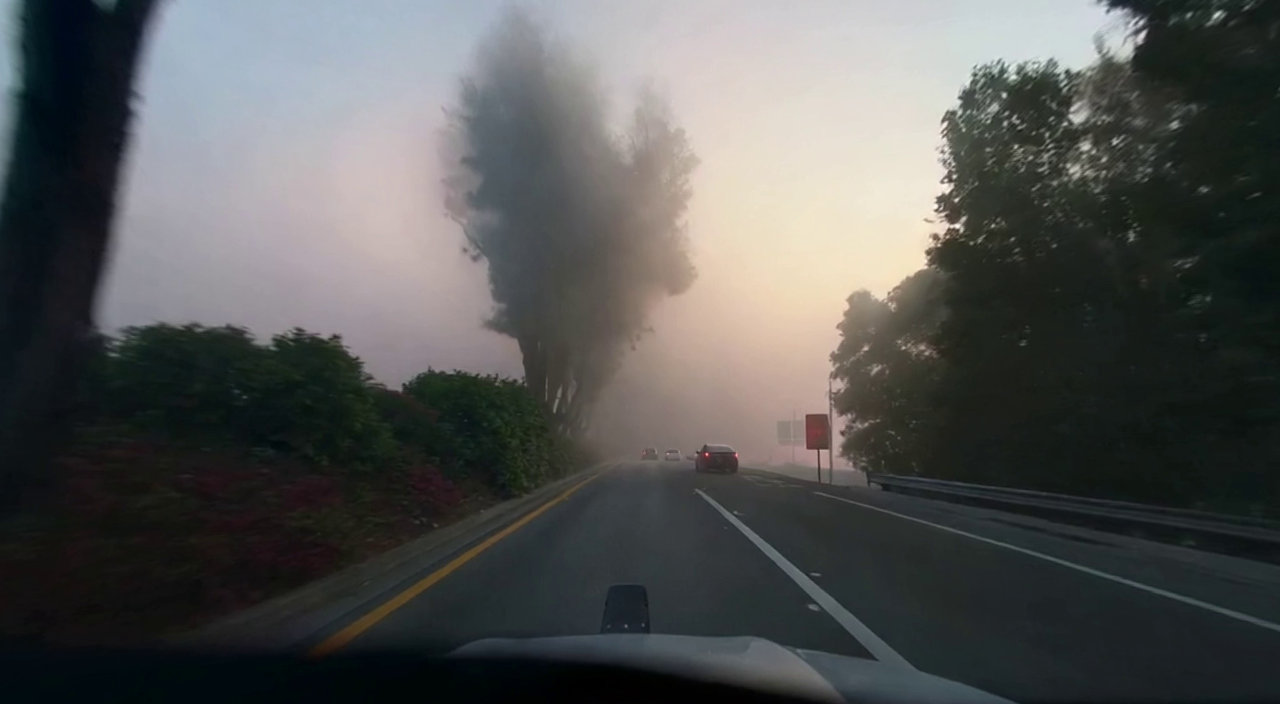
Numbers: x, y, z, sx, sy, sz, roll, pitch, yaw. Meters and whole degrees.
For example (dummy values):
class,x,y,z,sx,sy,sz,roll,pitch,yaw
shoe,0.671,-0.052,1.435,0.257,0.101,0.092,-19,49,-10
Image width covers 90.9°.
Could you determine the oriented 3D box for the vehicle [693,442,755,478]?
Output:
class,x,y,z,sx,sy,sz,roll,pitch,yaw
vehicle,3.701,4.846,28.662,1.956,1.473,4.640,0,-8,-3
